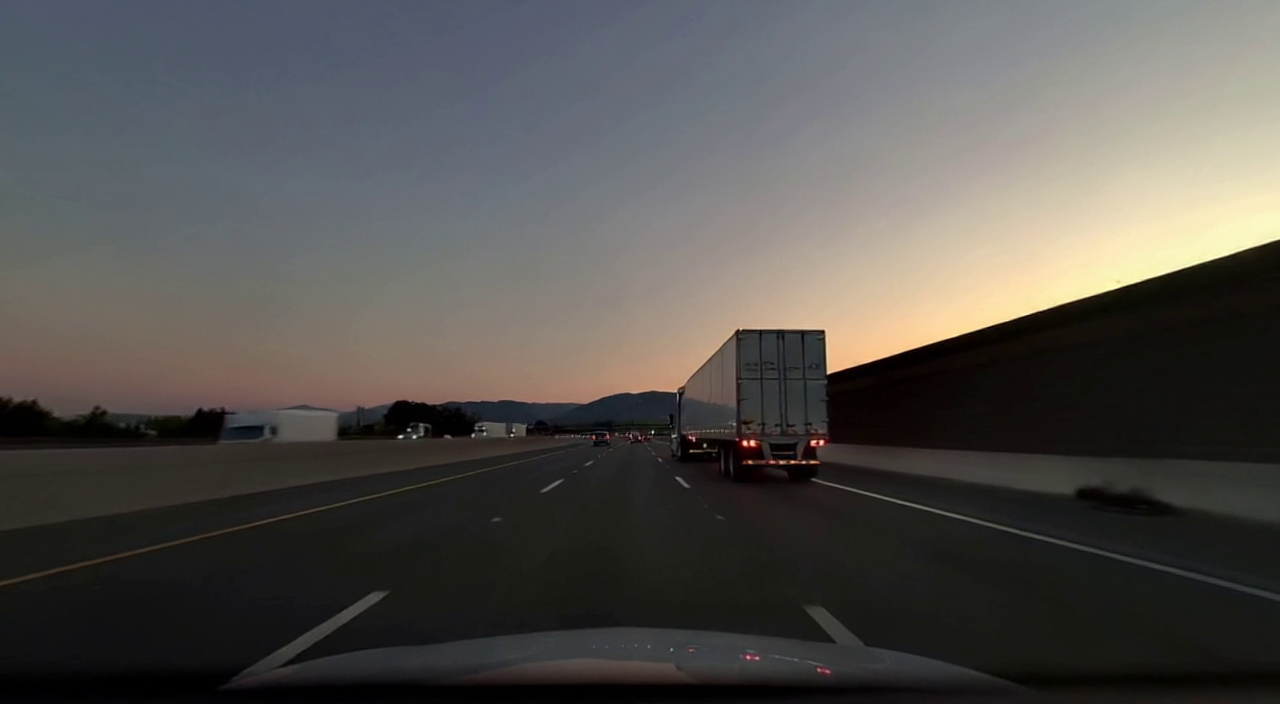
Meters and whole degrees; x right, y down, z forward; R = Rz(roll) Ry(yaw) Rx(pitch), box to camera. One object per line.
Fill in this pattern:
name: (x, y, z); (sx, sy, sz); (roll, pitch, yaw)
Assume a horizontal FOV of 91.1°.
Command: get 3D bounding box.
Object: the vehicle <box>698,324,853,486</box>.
vehicle: (3.716, 1.853, 19.802); (2.859, 3.981, 8.596); (0, -8, 0)
